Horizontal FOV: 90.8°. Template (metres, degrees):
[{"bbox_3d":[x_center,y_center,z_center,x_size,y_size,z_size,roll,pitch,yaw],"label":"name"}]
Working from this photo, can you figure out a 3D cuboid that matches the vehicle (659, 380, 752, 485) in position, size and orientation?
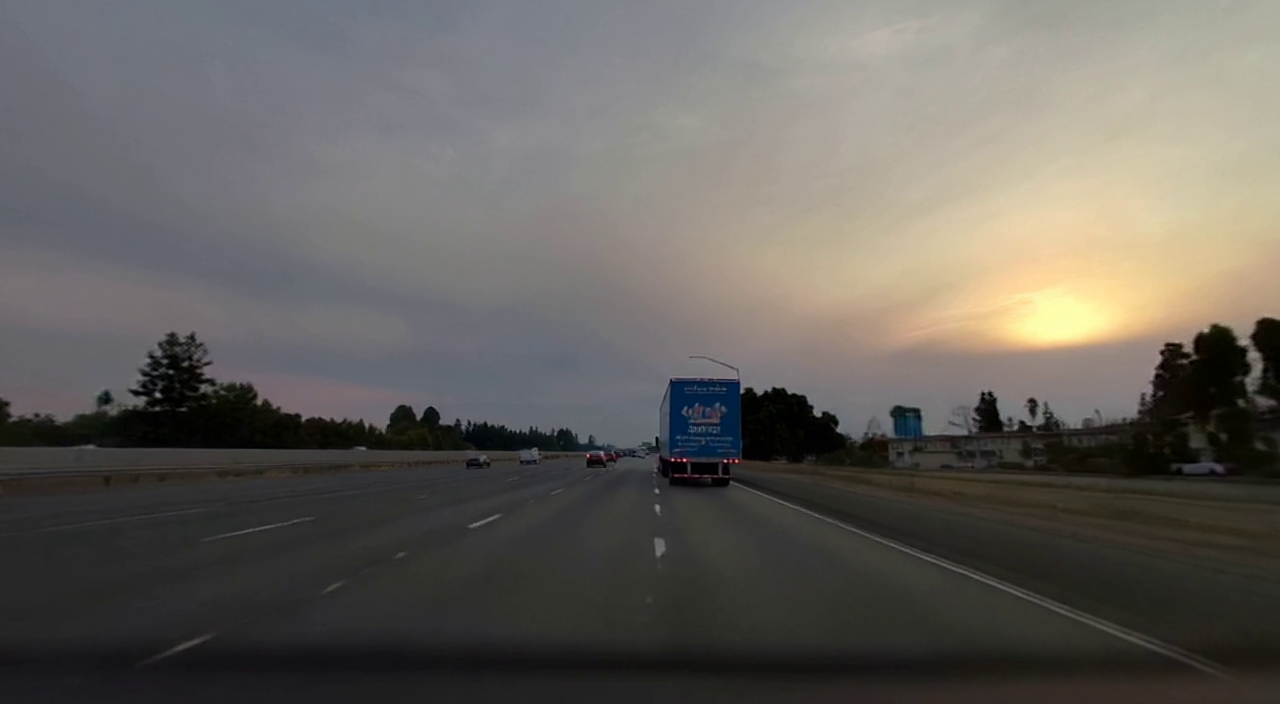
[{"bbox_3d":[2.786,4.308,32.544,3.140,4.100,15.551,0,-9,0],"label":"vehicle"}]
